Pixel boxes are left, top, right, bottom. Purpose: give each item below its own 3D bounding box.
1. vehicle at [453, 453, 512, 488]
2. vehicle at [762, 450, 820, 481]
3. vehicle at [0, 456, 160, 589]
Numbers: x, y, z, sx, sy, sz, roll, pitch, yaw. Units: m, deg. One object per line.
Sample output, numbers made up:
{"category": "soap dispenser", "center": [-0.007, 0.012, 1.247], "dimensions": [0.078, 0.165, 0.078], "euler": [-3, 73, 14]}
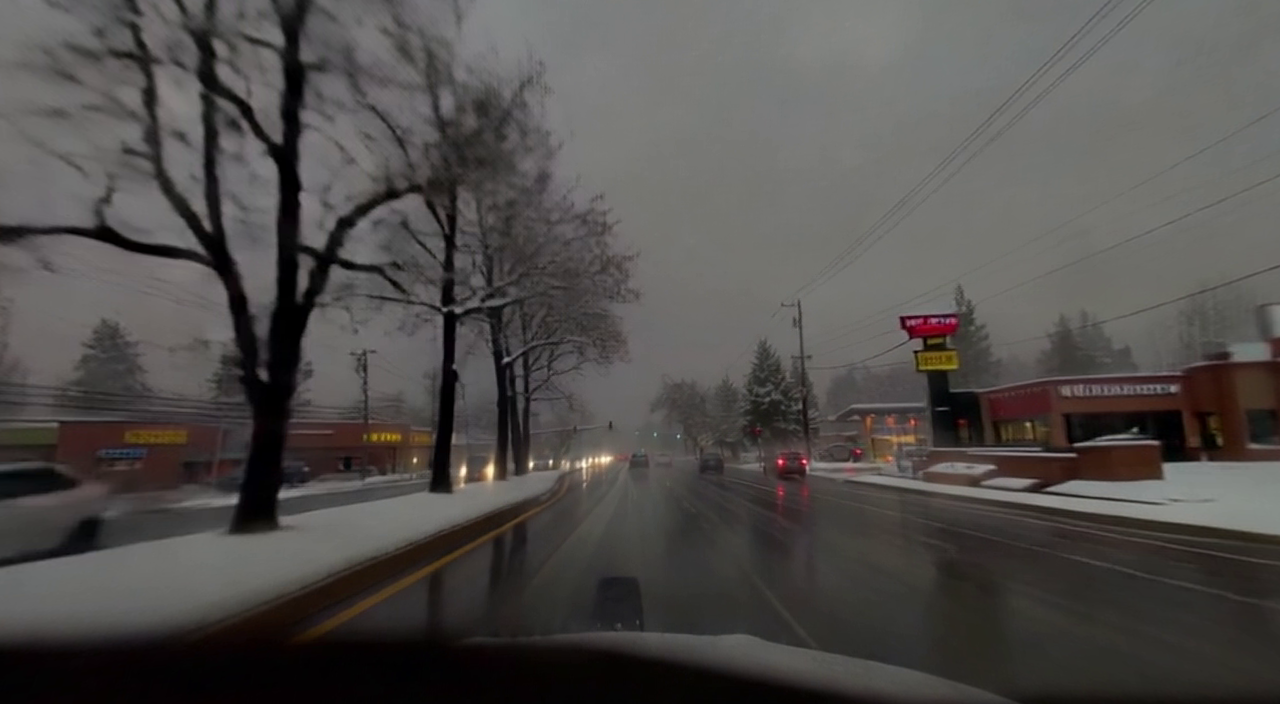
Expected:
{"category": "vehicle", "center": [-8.534, 6.425, 34.622], "dimensions": [2.113, 1.703, 4.459], "euler": [0, -9, -1]}
{"category": "vehicle", "center": [9.405, 7.104, 39.915], "dimensions": [2.358, 1.785, 5.404], "euler": [0, -9, 0]}
{"category": "vehicle", "center": [-8.662, 2.075, 7.634], "dimensions": [2.043, 1.536, 4.682], "euler": [0, -9, 0]}
